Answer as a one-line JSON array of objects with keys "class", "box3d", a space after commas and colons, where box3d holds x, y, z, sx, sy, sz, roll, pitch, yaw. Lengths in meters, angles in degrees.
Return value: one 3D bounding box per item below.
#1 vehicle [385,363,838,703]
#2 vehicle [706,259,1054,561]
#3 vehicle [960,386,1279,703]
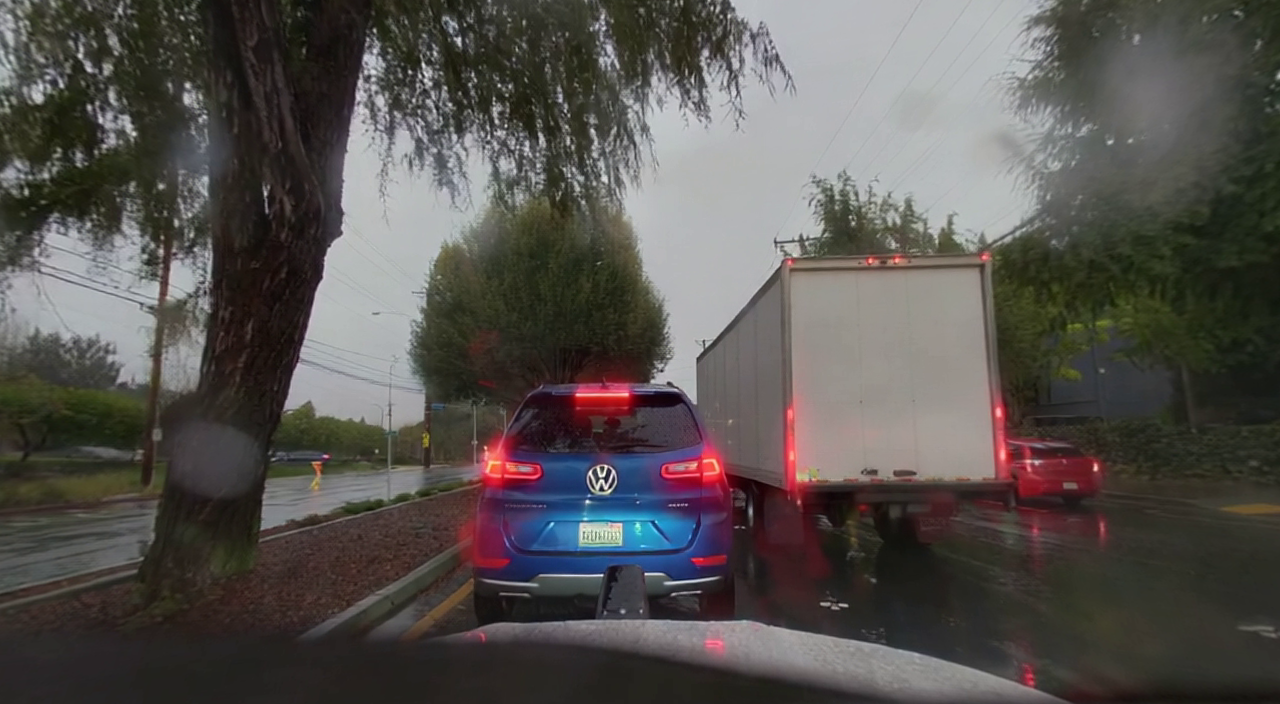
[{"class": "vehicle", "box3d": [-0.128, 1.228, 5.136, 2.114, 1.732, 4.230, 0, -8, 0]}, {"class": "vehicle", "box3d": [3.231, 1.264, 11.825, 2.915, 3.559, 8.848, 0, -8, -1]}, {"class": "vehicle", "box3d": [2.827, 0.751, 1.191, 1.971, 1.484, 4.728, 0, -8, 0]}]
